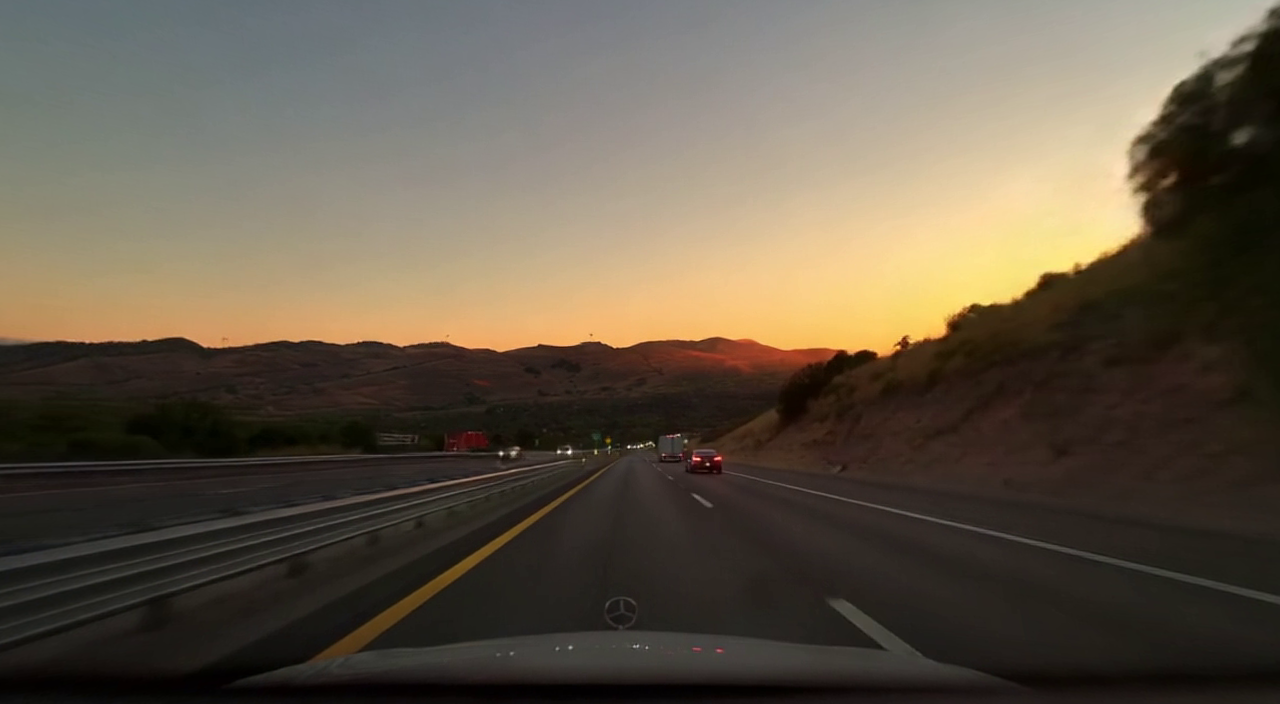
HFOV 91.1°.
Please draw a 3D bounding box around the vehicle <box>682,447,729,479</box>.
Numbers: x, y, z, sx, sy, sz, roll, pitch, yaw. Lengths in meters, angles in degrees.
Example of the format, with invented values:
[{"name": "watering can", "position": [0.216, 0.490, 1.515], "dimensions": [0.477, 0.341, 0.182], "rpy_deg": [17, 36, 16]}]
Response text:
[{"name": "vehicle", "position": [3.242, 5.530, 31.584], "dimensions": [1.836, 1.459, 3.766], "rpy_deg": [0, -9, -2]}]
